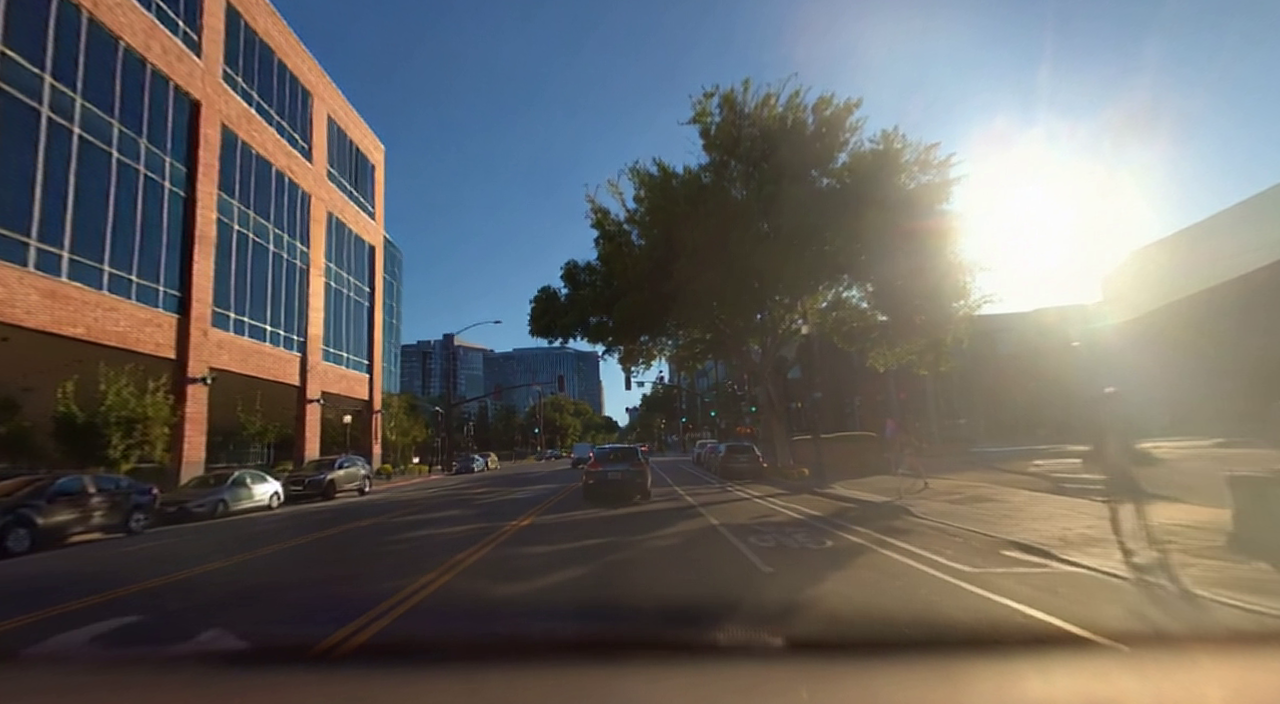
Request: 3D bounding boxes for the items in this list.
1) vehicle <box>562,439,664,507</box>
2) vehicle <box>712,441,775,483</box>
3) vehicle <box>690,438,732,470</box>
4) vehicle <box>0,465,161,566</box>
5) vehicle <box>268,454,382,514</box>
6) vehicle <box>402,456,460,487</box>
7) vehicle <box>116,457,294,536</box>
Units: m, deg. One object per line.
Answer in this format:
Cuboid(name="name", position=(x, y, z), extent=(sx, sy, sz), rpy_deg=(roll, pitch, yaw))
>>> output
Cuboid(name="vehicle", position=(-0.613, 2.999, 16.079), extent=(2.269, 1.479, 3.980), rpy_deg=(0, -9, -1))
Cuboid(name="vehicle", position=(4.420, 4.743, 27.561), extent=(1.924, 1.645, 4.528), rpy_deg=(-1, -9, 0))
Cuboid(name="vehicle", position=(4.443, 6.511, 40.365), extent=(1.972, 1.822, 4.889), rpy_deg=(-3, -9, -1))
Cuboid(name="vehicle", position=(-12.041, 3.182, 12.493), extent=(1.976, 1.577, 4.091), rpy_deg=(-4, -8, -1))
Cuboid(name="vehicle", position=(-12.000, 4.996, 24.445), extent=(2.090, 1.784, 4.832), rpy_deg=(-4, -8, -2))
Cuboid(name="vehicle", position=(-12.267, 7.018, 37.357), extent=(1.968, 1.469, 4.523), rpy_deg=(-3, -8, -1))
Cuboid(name="vehicle", position=(-12.156, 3.993, 18.125), extent=(1.945, 1.712, 4.648), rpy_deg=(-5, -8, -2))
